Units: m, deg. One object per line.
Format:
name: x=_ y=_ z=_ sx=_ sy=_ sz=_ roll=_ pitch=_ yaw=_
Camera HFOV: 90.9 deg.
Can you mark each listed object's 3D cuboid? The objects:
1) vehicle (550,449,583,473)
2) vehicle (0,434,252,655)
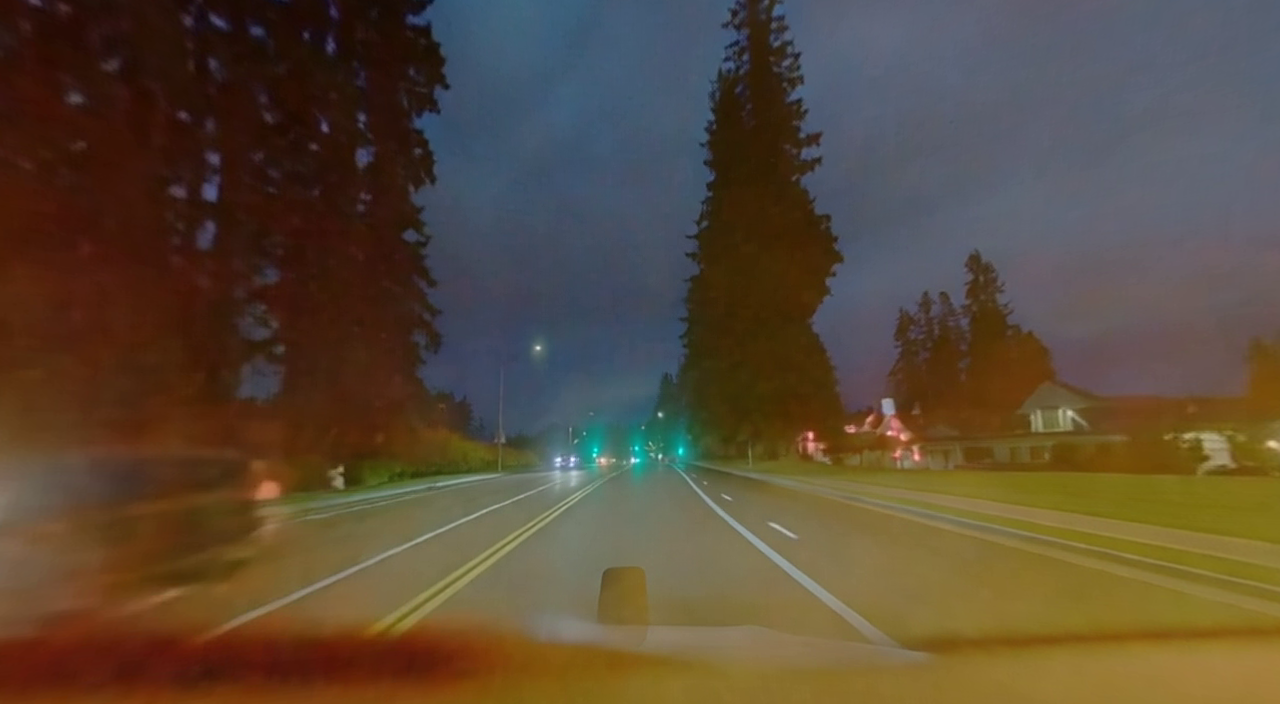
vehicle: x=-5.120 y=7.647 z=44.266 sx=1.816 sy=1.543 sz=3.931 roll=0 pitch=-8 yaw=1
vehicle: x=-5.488 y=1.405 z=4.830 sx=2.133 sy=1.508 sz=4.535 roll=0 pitch=-8 yaw=0
